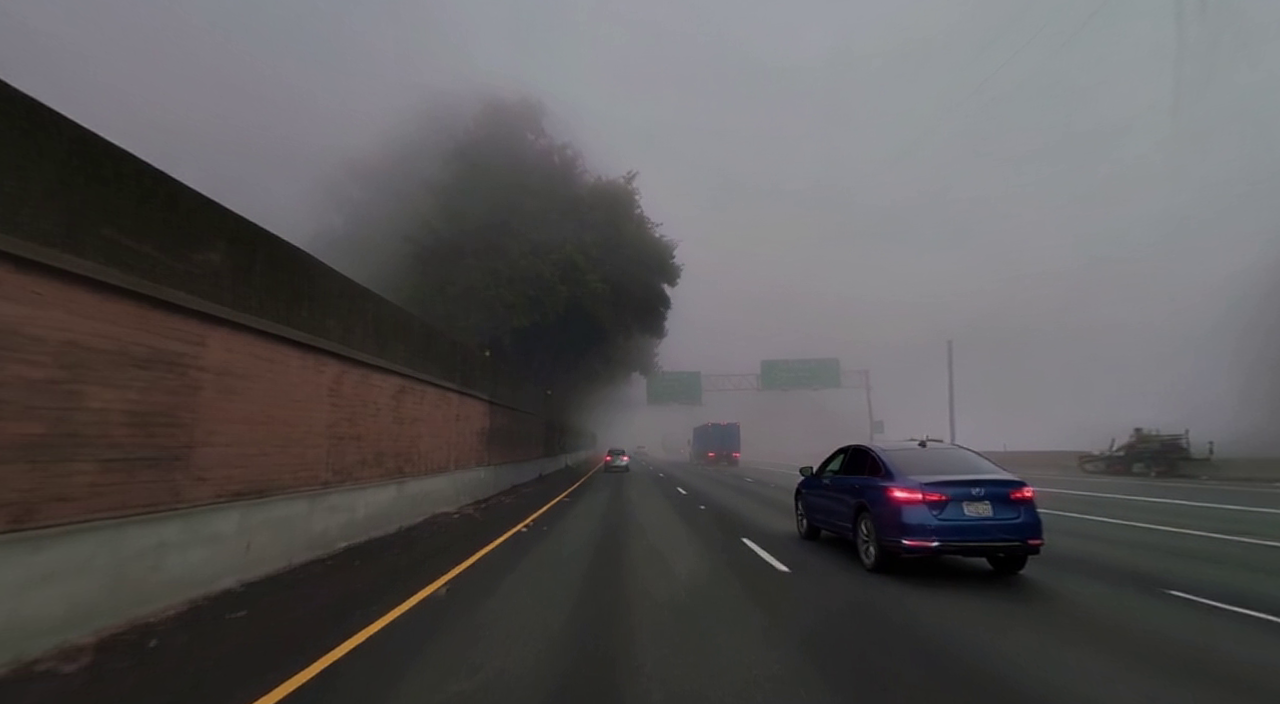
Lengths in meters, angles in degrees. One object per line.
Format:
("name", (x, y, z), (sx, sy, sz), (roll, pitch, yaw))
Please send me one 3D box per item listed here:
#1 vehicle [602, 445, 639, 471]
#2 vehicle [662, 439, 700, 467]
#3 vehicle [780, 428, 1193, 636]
("vehicle", (-1.193, 6.271, 37.608), (2.083, 1.477, 3.965), (0, -9, -3))
("vehicle", (2.752, 6.951, 43.623), (2.114, 1.849, 4.692), (0, -9, -3))
("vehicle", (2.970, 1.612, 6.689), (1.922, 1.465, 4.165), (0, -9, -1))
